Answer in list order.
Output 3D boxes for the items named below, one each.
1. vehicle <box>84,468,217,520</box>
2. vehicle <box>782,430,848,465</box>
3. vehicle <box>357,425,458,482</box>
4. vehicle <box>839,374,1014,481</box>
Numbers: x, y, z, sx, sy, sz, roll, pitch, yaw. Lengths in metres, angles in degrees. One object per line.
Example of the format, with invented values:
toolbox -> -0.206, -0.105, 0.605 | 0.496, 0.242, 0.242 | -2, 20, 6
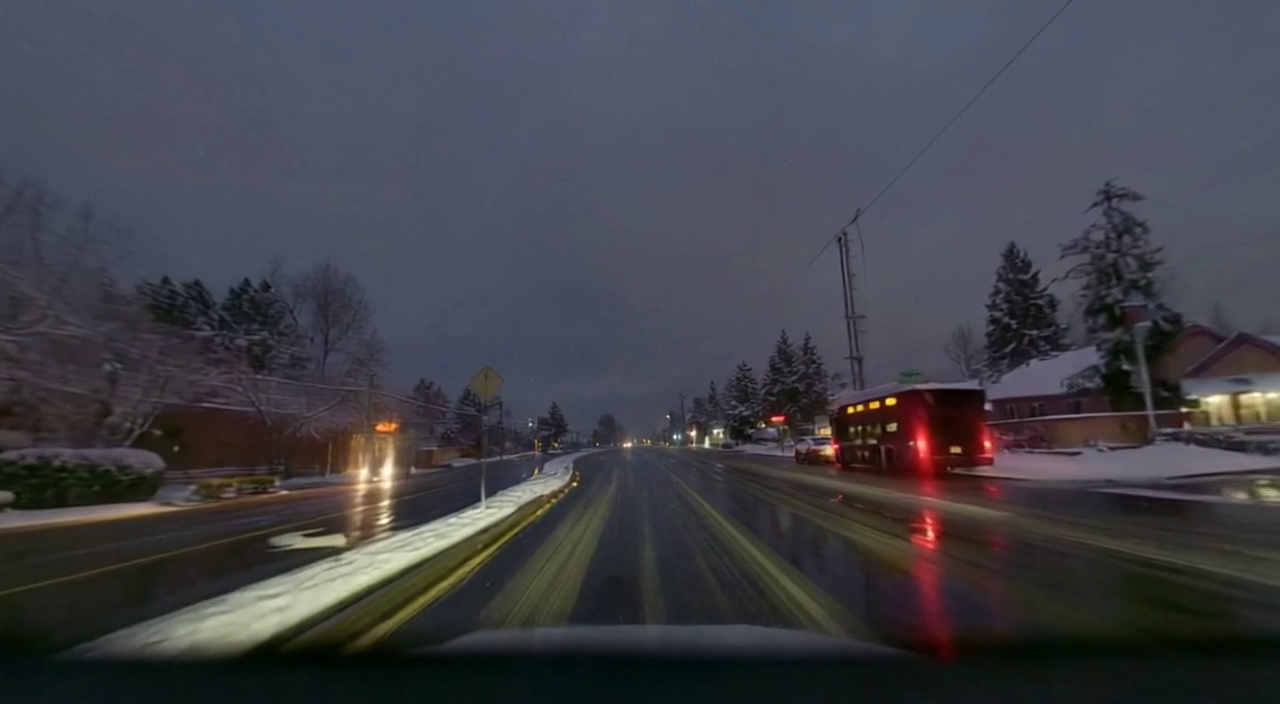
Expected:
vehicle -> -19.581, 5.655, 25.585 | 1.984, 1.578, 4.507 | -4, -8, -2
vehicle -> 9.689, 5.350, 35.466 | 2.147, 1.781, 5.063 | 0, -8, -1
vehicle -> -15.346, 6.831, 42.846 | 3.179, 3.378, 9.825 | 0, -8, 0
vehicle -> 9.773, 2.788, 22.696 | 2.923, 3.249, 6.993 | 0, -8, 0
